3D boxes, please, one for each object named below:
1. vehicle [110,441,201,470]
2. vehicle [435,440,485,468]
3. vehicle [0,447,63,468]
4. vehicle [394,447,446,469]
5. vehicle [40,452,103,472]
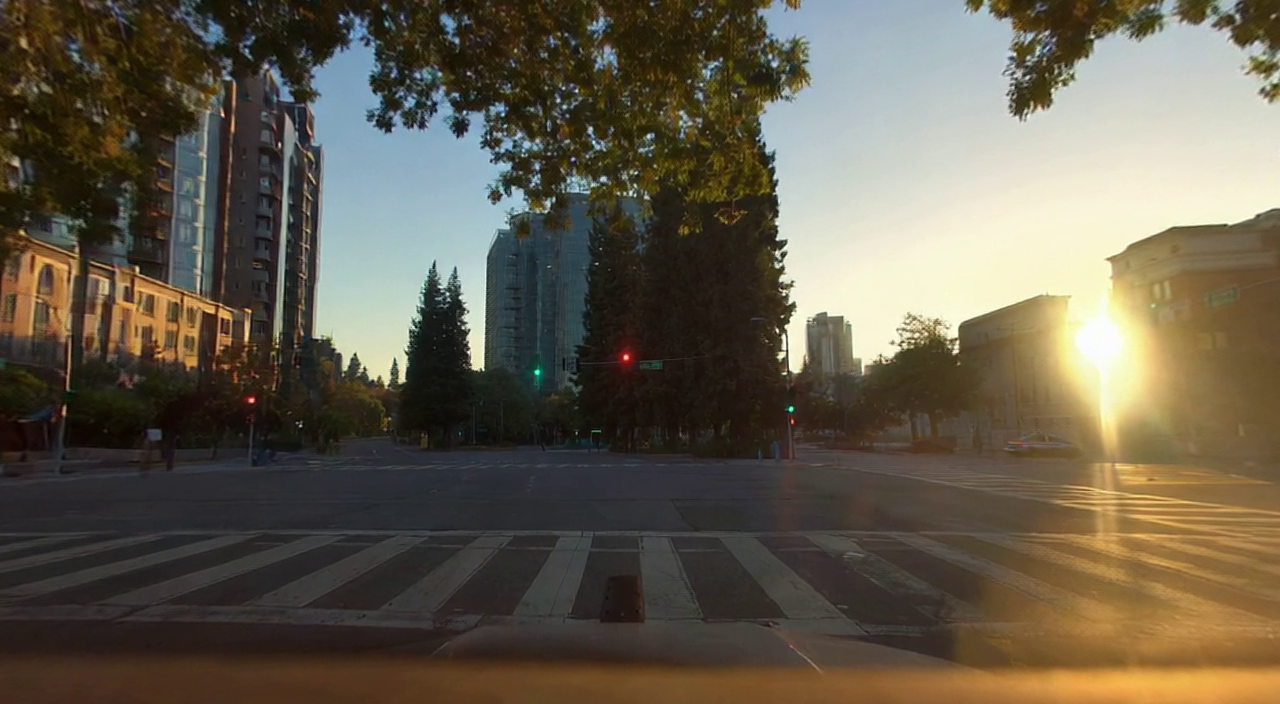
[{"bbox_3d":[-34.916,7.420,45.735,2.204,1.955,5.518,0,-8,0],"label":"vehicle"},{"bbox_3d":[-11.966,6.802,42.314,2.080,1.763,4.341,0,-8,0],"label":"vehicle"},{"bbox_3d":[-45.268,7.760,46.591,1.858,1.467,3.624,0,-8,0],"label":"vehicle"},{"bbox_3d":[-15.515,7.446,44.788,2.056,1.450,4.343,0,-8,0],"label":"vehicle"},{"bbox_3d":[-41.590,8.029,46.290,1.552,1.339,3.340,-2,-9,-1],"label":"vehicle"}]
